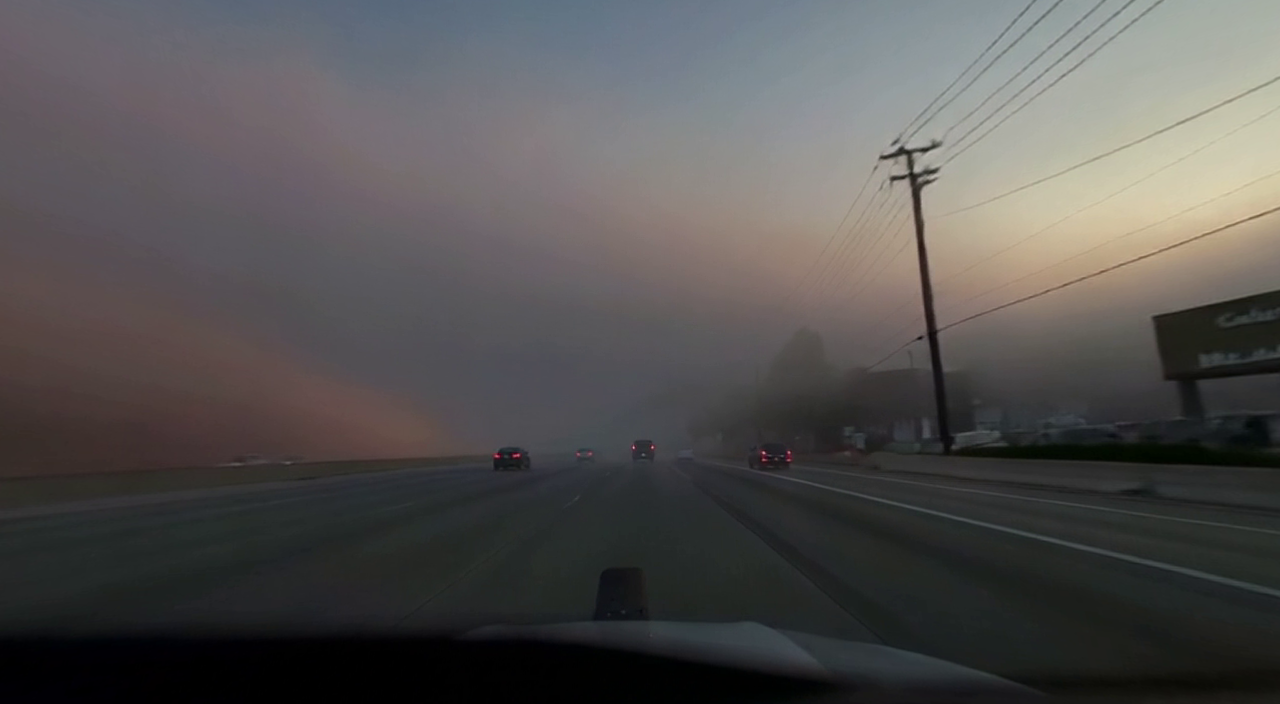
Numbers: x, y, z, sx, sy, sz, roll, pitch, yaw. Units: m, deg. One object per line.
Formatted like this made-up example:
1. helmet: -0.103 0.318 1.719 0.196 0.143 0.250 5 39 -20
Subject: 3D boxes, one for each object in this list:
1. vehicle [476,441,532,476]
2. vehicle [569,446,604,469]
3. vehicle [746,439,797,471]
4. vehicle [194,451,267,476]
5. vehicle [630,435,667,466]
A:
1. vehicle: -7.221 5.705 33.885 2.007 1.732 4.395 -1 -9 1
2. vehicle: -3.671 7.311 43.917 1.979 1.469 4.378 0 -9 0
3. vehicle: 7.492 5.925 36.409 1.937 1.698 4.322 0 -9 -1
4. vehicle: -29.708 8.078 45.910 1.977 1.604 4.810 -1 -9 1
5. vehicle: 0.605 7.489 47.893 2.622 2.208 5.320 0 -9 -1
